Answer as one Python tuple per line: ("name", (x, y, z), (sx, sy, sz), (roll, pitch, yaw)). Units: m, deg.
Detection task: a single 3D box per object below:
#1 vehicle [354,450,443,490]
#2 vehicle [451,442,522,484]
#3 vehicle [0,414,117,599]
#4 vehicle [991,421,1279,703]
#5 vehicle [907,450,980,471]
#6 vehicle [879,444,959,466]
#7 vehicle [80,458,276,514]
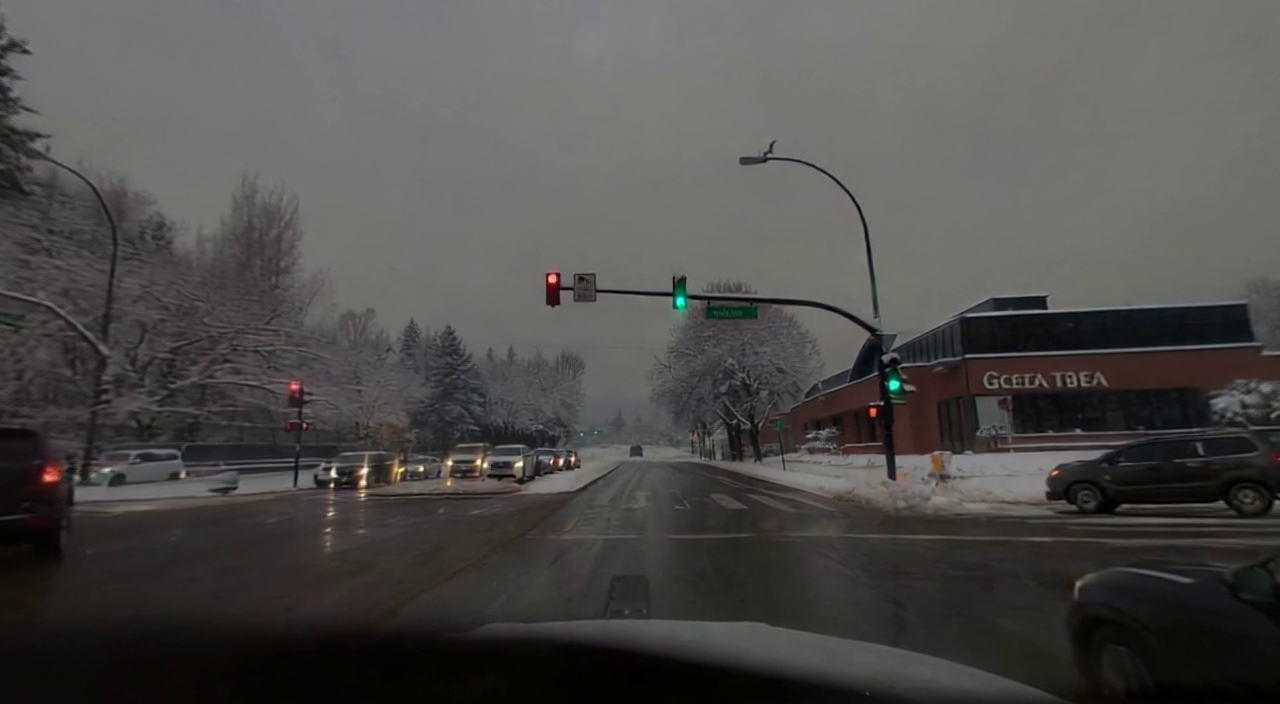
("vehicle", (-10.599, 5.210, 28.152), (2.041, 1.548, 4.868), (0, -8, 0))
("vehicle", (-7.132, 5.179, 29.879), (2.081, 1.818, 4.782), (0, -8, 1))
("vehicle", (-8.229, 1.732, 7.750), (2.000, 1.789, 4.638), (5, -10, -31))
("vehicle", (3.661, 1.040, 2.584), (1.966, 1.490, 4.429), (0, -8, 1))
("vehicle", (20.620, 7.381, 42.900), (4.120, 1.340, 1.654), (-1, -8, 5))
("vehicle", (20.937, 7.764, 47.382), (5.037, 1.533, 1.901), (-1, -9, 2))
("vehicle", (-15.098, 4.337, 20.933), (2.011, 1.480, 4.747), (-5, -10, 29))
